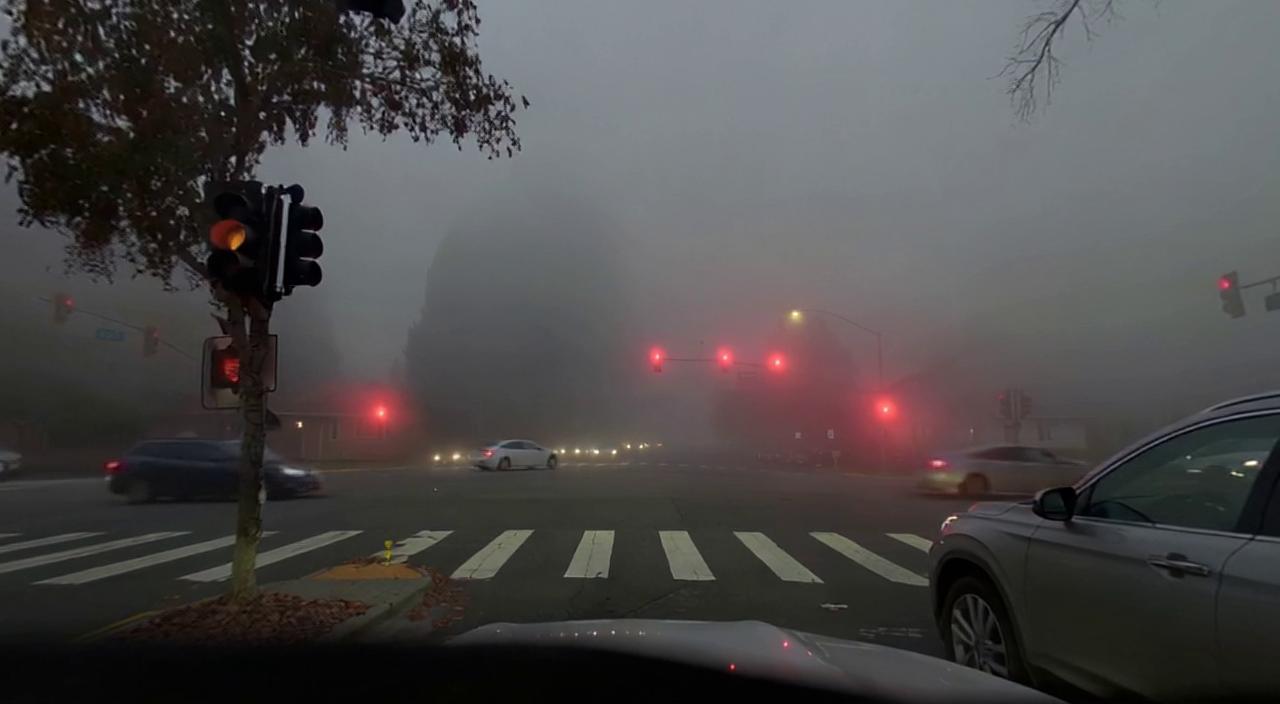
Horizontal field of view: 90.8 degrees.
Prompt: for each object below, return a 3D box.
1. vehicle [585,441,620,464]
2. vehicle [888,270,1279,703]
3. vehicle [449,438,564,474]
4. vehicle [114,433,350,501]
[{"bbox_3d":[-2.440,6.705,42.287,2.046,1.491,4.118,0,-9,1],"label":"vehicle"},{"bbox_3d":[2.705,0.713,1.732,2.085,1.800,4.908,0,-9,1],"label":"vehicle"},{"bbox_3d":[-6.014,4.673,28.592,4.689,1.490,1.920,5,-10,-31],"label":"vehicle"},{"bbox_3d":[-10.293,2.925,16.237,4.680,1.620,1.943,0,-9,0],"label":"vehicle"}]
